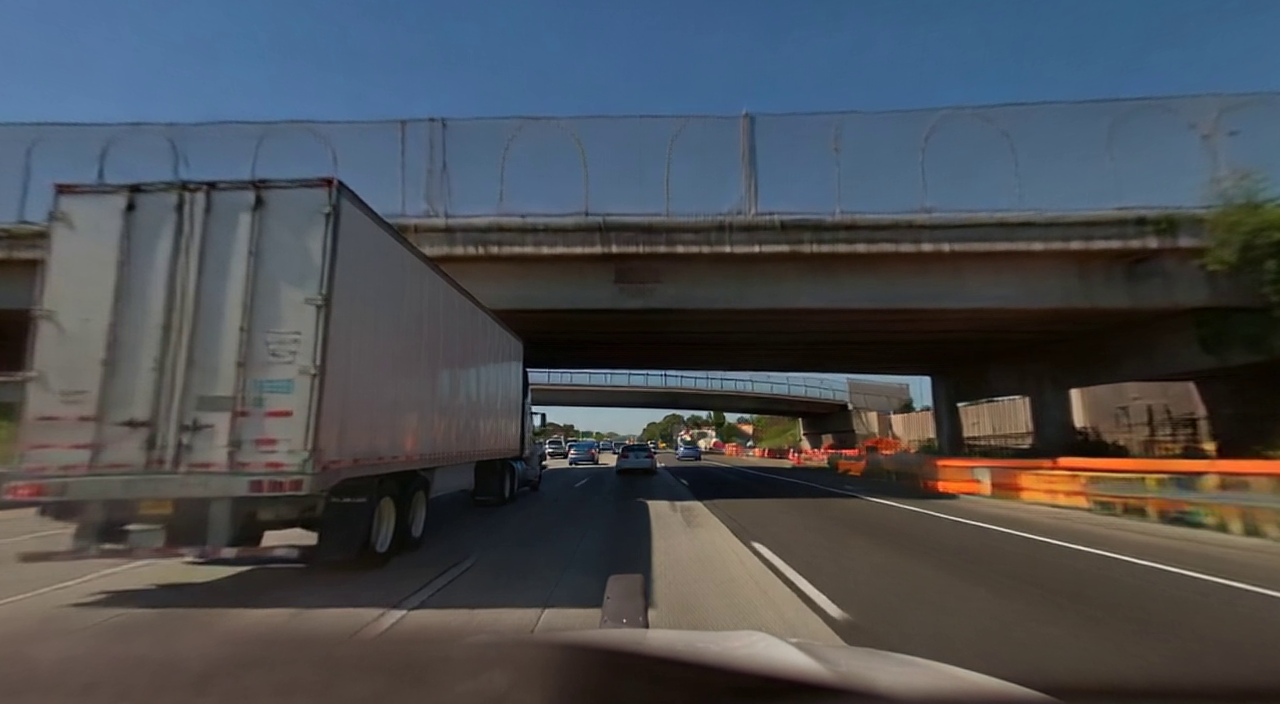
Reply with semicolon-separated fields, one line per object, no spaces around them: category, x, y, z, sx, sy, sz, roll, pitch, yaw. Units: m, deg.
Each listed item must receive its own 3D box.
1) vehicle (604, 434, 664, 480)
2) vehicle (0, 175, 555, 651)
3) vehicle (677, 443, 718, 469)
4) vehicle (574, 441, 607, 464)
vehicle;-0.221;4.280;25.961;2.270;1.696;4.061;0;-8;0
vehicle;-3.683;1.142;9.849;3.075;3.276;11.073;0;-8;1
vehicle;3.386;6.215;38.028;2.003;1.465;4.092;0;-8;-1
vehicle;-3.746;7.642;48.208;2.124;1.639;4.344;0;-8;1
